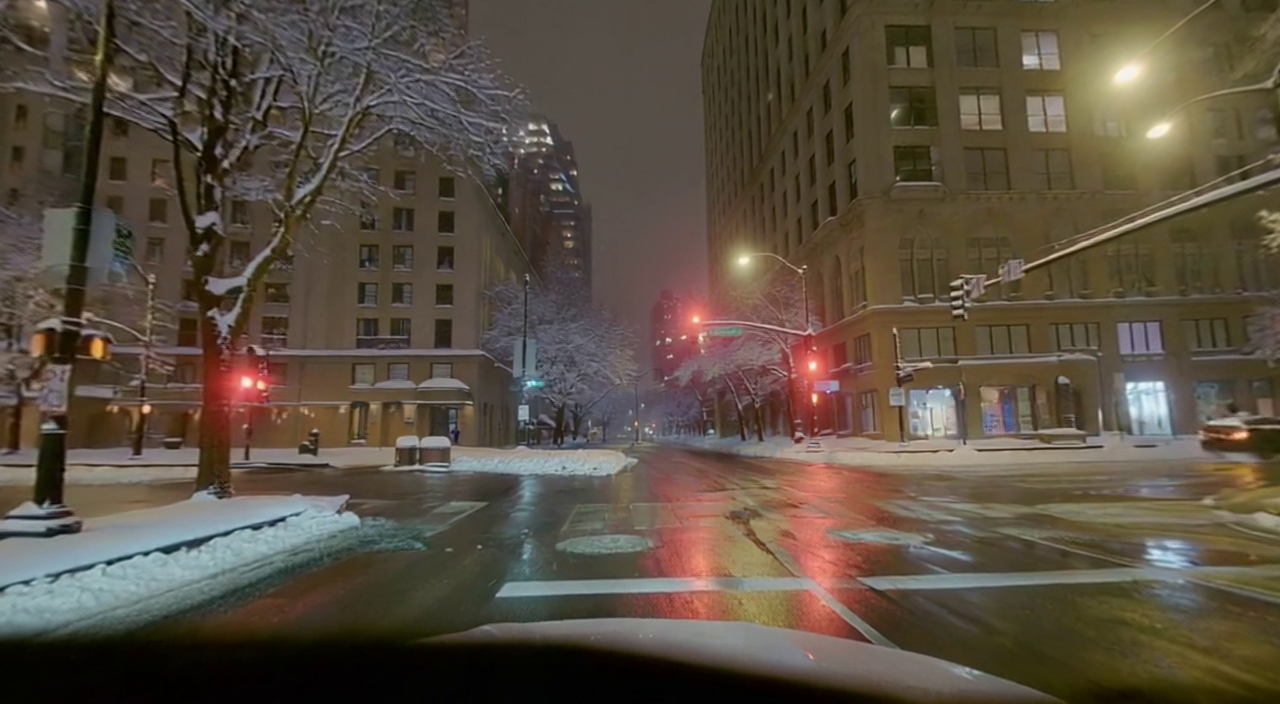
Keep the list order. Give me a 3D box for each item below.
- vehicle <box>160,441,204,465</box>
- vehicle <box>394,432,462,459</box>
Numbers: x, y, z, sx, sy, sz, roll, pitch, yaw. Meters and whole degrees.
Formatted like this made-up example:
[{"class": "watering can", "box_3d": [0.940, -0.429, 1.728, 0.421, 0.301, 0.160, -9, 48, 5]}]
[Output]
[{"class": "vehicle", "box_3d": [-35.255, 7.768, 48.758, 2.084, 1.750, 4.426, 4, -10, -28]}, {"class": "vehicle", "box_3d": [-12.543, 5.586, 37.686, 1.964, 1.476, 4.593, -2, -9, 8]}]
